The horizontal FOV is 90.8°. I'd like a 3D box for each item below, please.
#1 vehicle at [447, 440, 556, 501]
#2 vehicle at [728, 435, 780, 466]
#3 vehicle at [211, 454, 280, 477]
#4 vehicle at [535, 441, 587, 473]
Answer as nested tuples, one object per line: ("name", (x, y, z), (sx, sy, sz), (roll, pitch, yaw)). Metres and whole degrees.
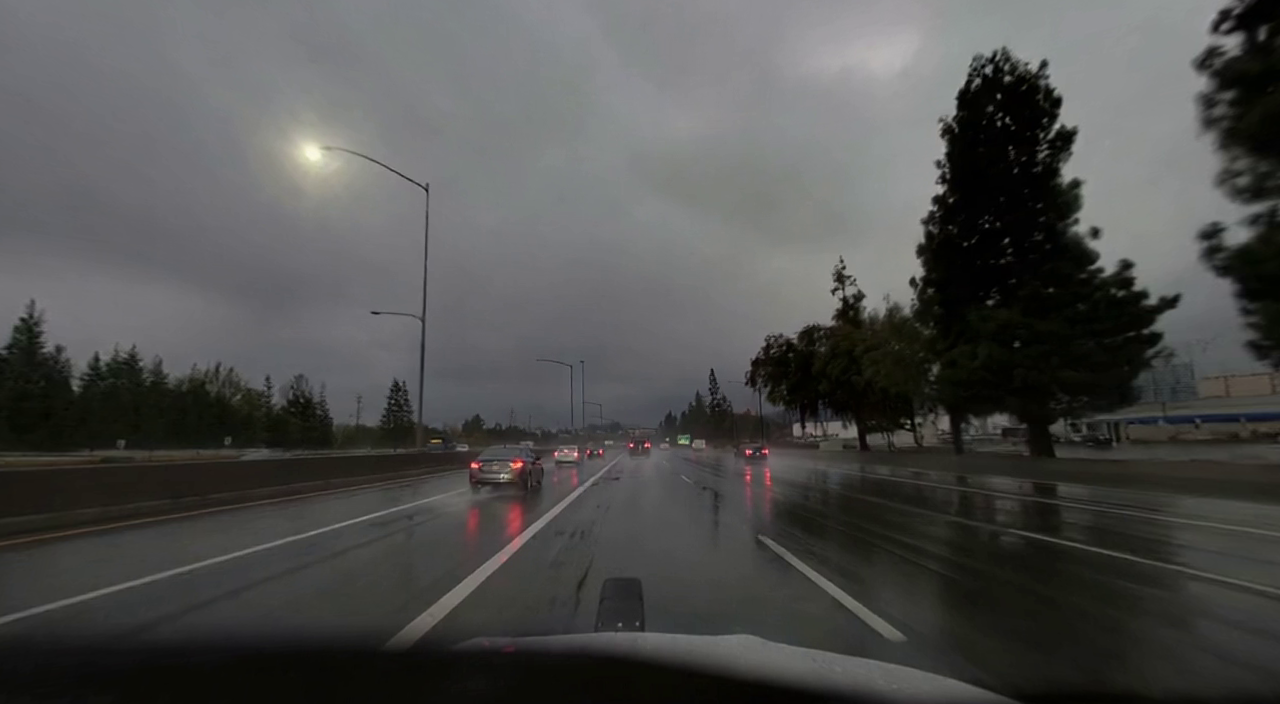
("vehicle", (-3.582, 3.141, 17.207), (1.959, 1.433, 4.291), (0, -9, 0))
("vehicle", (6.876, 6.033, 38.634), (2.147, 1.769, 4.666), (0, -9, -2))
("vehicle", (-28.081, 8.108, 45.184), (1.974, 1.502, 4.522), (0, -9, 1))
("vehicle", (-3.972, 5.386, 32.571), (2.047, 1.469, 4.614), (0, -9, 0))
